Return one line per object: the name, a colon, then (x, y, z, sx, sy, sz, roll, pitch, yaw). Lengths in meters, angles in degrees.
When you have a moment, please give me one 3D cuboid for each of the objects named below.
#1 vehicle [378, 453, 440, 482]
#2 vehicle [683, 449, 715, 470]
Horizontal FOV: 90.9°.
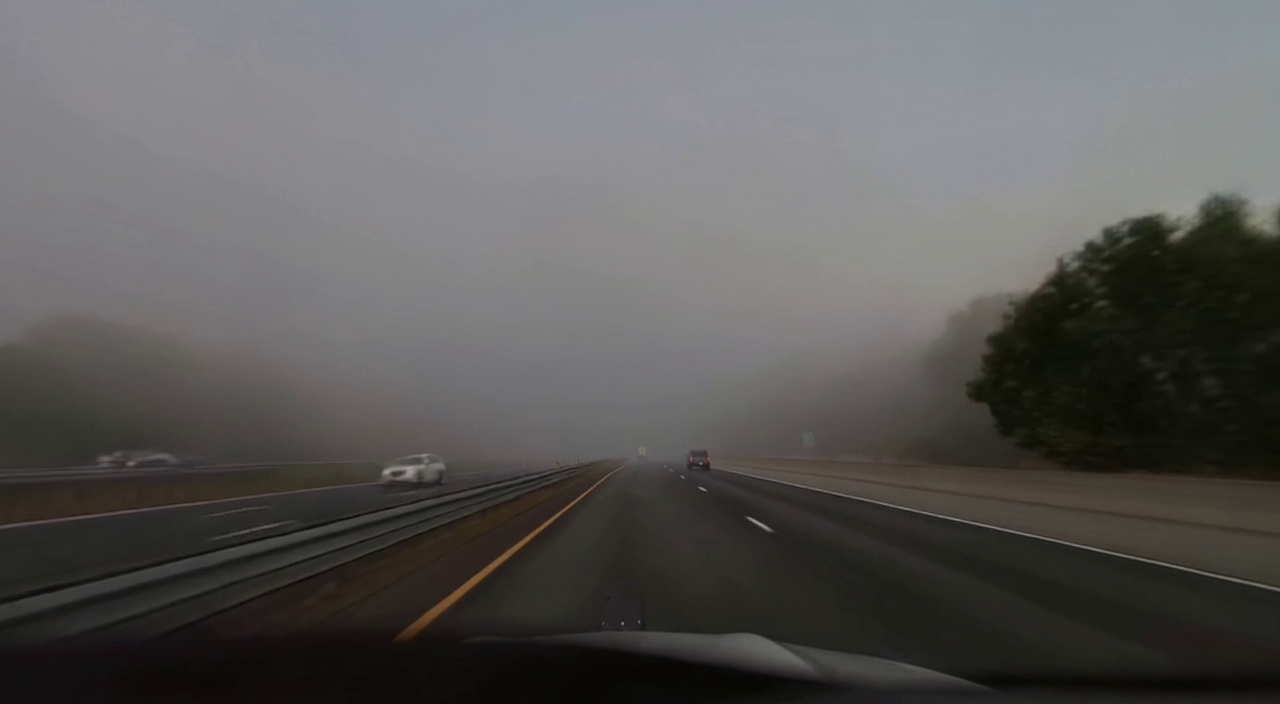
vehicle: (-12.949, 6.488, 35.590, 1.873, 1.510, 4.063, 0, -9, 1)
vehicle: (4.371, 8.031, 47.138, 1.984, 1.481, 4.376, 0, -9, 0)
